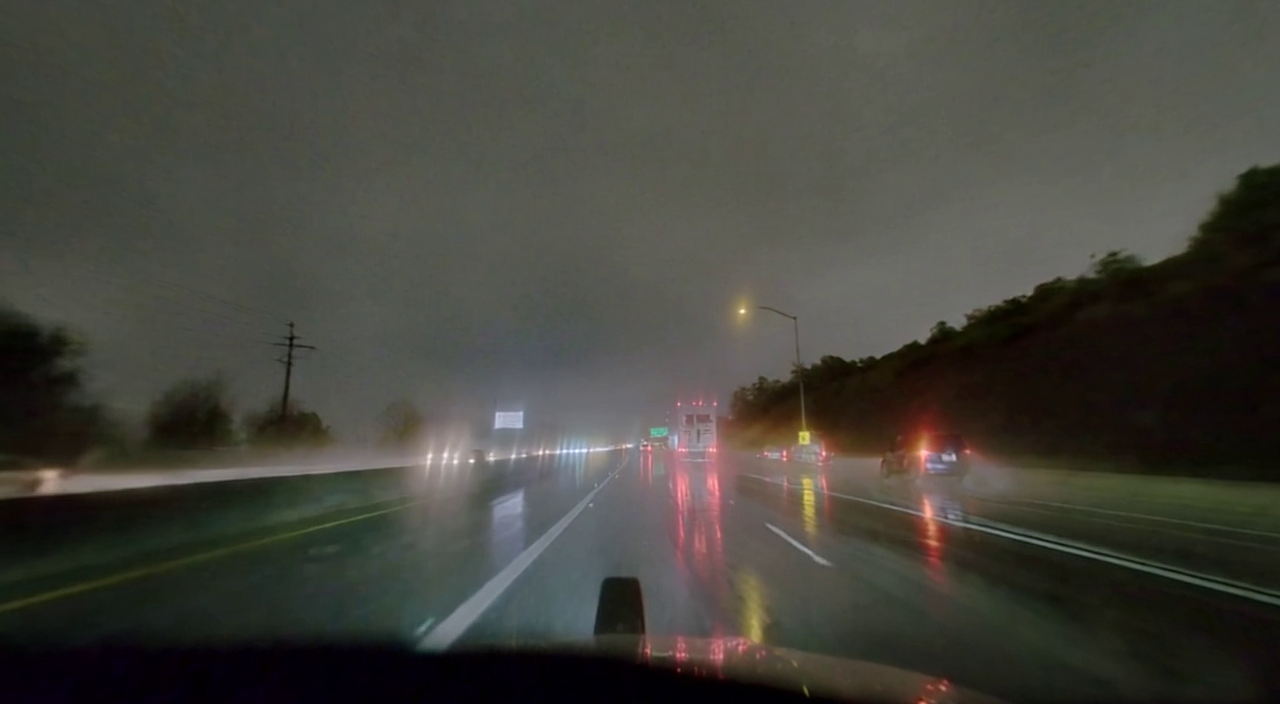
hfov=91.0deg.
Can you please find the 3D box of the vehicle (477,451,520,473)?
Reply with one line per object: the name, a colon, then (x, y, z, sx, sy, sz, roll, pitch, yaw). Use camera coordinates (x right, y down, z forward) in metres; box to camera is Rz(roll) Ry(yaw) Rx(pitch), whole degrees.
vehicle: (-10.283, 7.993, 46.085, 1.933, 1.504, 4.606, 0, -9, 1)
